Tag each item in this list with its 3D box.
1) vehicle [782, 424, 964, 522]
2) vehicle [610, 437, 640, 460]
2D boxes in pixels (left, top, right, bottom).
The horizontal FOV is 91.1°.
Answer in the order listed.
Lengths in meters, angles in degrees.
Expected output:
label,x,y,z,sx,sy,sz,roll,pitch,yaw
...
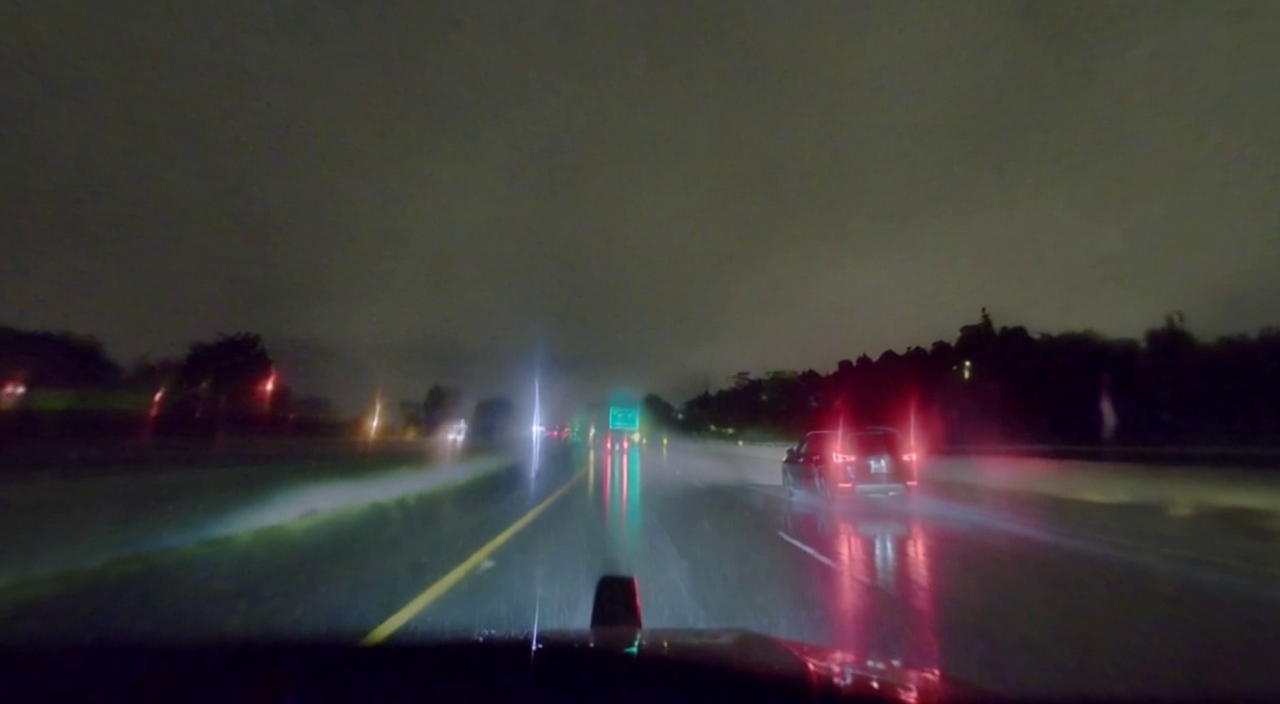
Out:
label,x,y,z,sx,sy,sz,roll,pitch,yaw
vehicle,4.047,2.144,11.663,1.852,1.513,3.652,0,-8,-2
vehicle,-1.092,6.719,43.731,1.998,1.512,3.735,0,-8,-3
